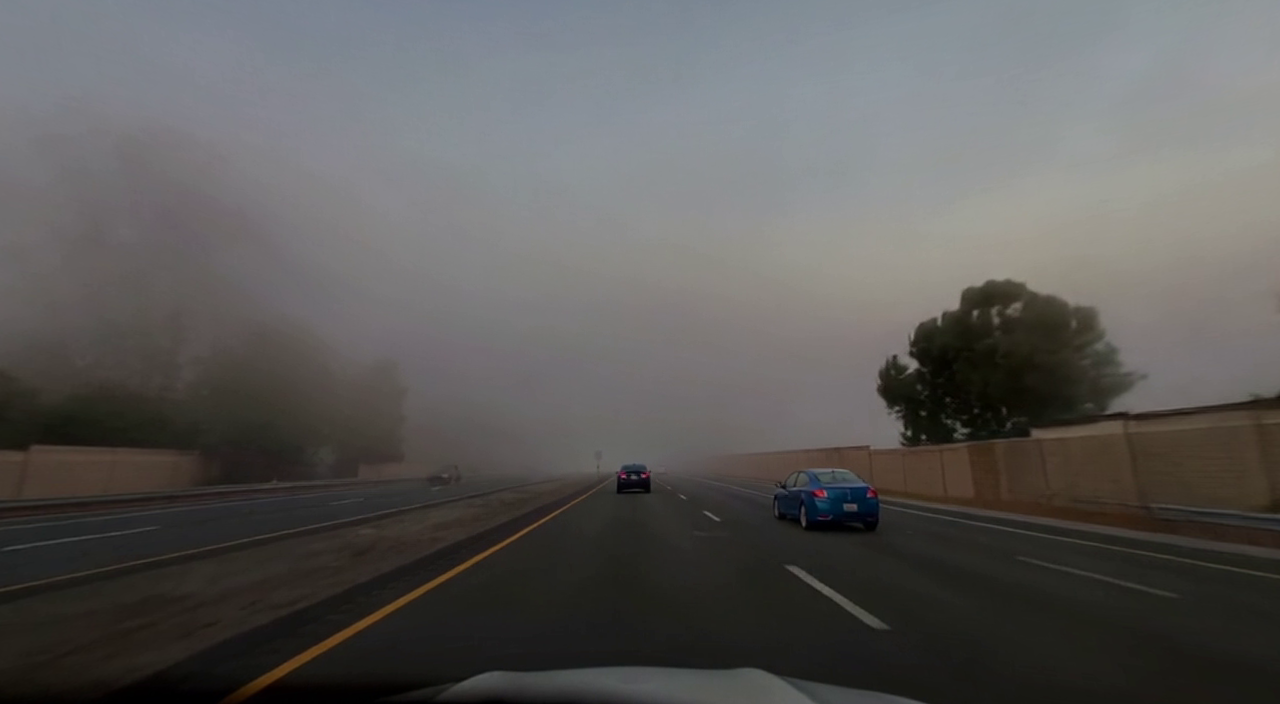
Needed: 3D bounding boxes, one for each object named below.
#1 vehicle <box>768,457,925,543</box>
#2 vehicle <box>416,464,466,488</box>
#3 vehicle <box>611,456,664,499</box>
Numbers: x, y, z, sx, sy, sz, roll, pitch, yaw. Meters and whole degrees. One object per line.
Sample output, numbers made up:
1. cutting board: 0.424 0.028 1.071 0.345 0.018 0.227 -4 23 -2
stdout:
1. vehicle: 4.167 3.066 13.493 1.938 1.494 4.032 1 -11 -1
2. vehicle: -12.967 8.123 41.329 1.966 1.486 3.941 1 -11 0
3. vehicle: -0.092 5.189 26.210 2.037 1.605 3.833 1 -11 0
